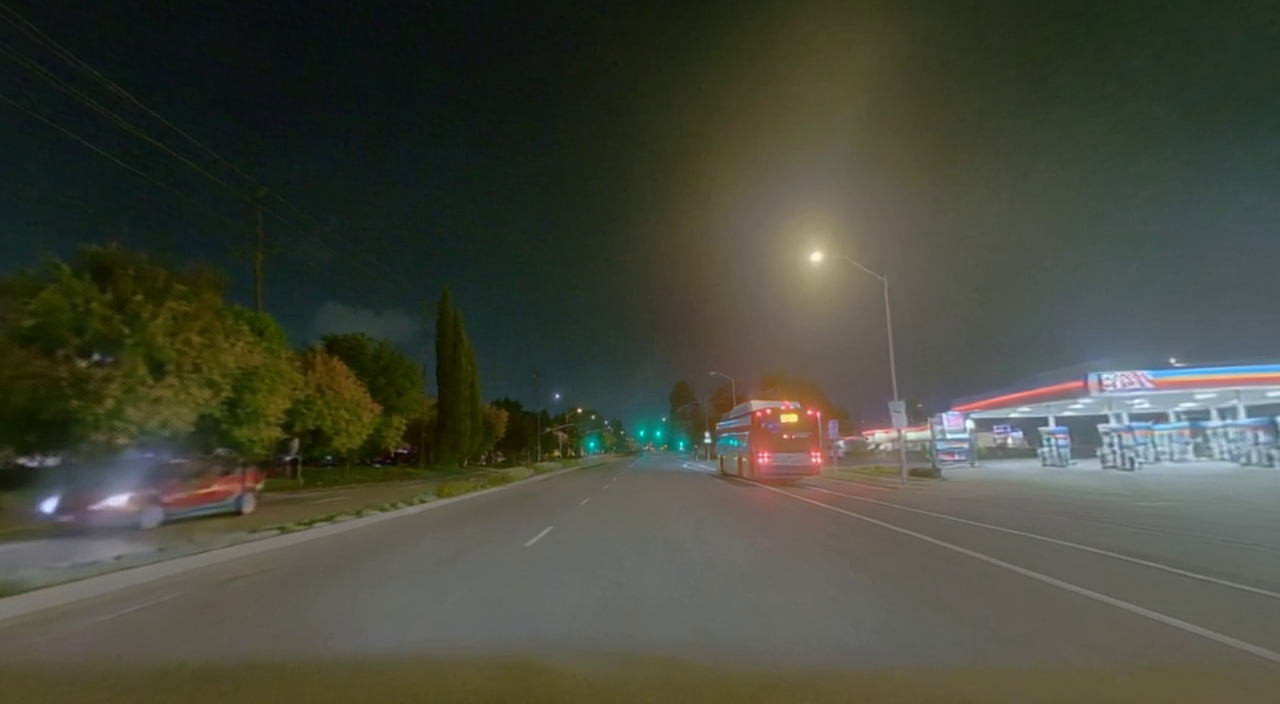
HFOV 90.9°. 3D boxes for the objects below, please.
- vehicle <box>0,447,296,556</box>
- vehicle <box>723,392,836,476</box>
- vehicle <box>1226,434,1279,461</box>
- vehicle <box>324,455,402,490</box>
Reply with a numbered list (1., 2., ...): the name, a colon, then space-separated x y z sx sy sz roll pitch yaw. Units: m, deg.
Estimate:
1. vehicle: -8.227 2.416 11.013 1.900 1.481 4.317 0 -8 2
2. vehicle: 8.631 5.519 41.550 4.582 4.678 12.589 0 -8 0
3. vehicle: 44.639 6.717 44.404 1.948 1.776 5.438 -1 -8 8
4. vehicle: -13.384 5.825 30.756 1.779 1.476 4.260 0 -8 2
